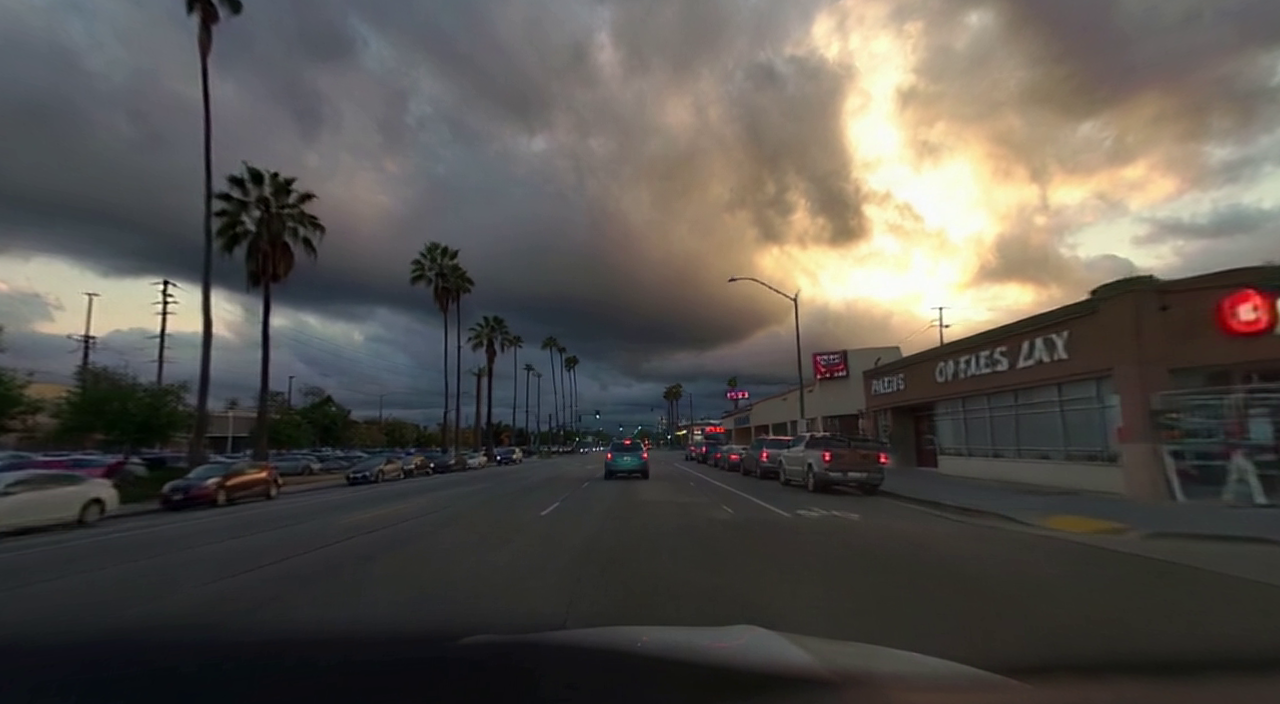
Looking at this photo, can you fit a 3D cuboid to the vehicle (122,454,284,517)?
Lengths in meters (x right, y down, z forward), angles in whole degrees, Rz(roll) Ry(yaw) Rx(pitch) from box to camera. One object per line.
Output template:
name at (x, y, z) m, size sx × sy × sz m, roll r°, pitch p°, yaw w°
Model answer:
vehicle at (-13.301, 4.046, 19.578) m, size 1.968 × 1.472 × 4.345 m, roll -4°, pitch -8°, yaw 0°

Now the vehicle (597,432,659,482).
vehicle at (-0.416, 4.107, 24.907) m, size 2.239 × 1.763 × 4.096 m, roll 0°, pitch -8°, yaw 0°

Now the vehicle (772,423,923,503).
vehicle at (5.671, 3.128, 18.315) m, size 2.430 × 1.924 × 5.779 m, roll 0°, pitch -8°, yaw 0°

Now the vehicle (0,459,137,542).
vehicle at (-13.149, 3.128, 13.021) m, size 1.881 × 1.484 × 4.565 m, roll -6°, pitch -8°, yaw -2°

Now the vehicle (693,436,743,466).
vehicle at (5.521, 7.146, 45.725) m, size 2.568 × 1.974 × 6.203 m, roll 0°, pitch -8°, yaw -3°

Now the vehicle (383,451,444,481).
vehicle at (-13.058, 6.566, 36.583) m, size 1.804 × 1.441 × 4.534 m, roll -4°, pitch -8°, yaw 0°

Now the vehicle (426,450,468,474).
vehicle at (-13.244, 7.545, 43.400) m, size 1.774 × 1.522 × 3.699 m, roll -1°, pitch -8°, yaw -1°

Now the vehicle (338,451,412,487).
vehicle at (-13.253, 5.841, 31.815) m, size 1.840 × 1.521 × 4.450 m, roll -2°, pitch -8°, yaw 0°
